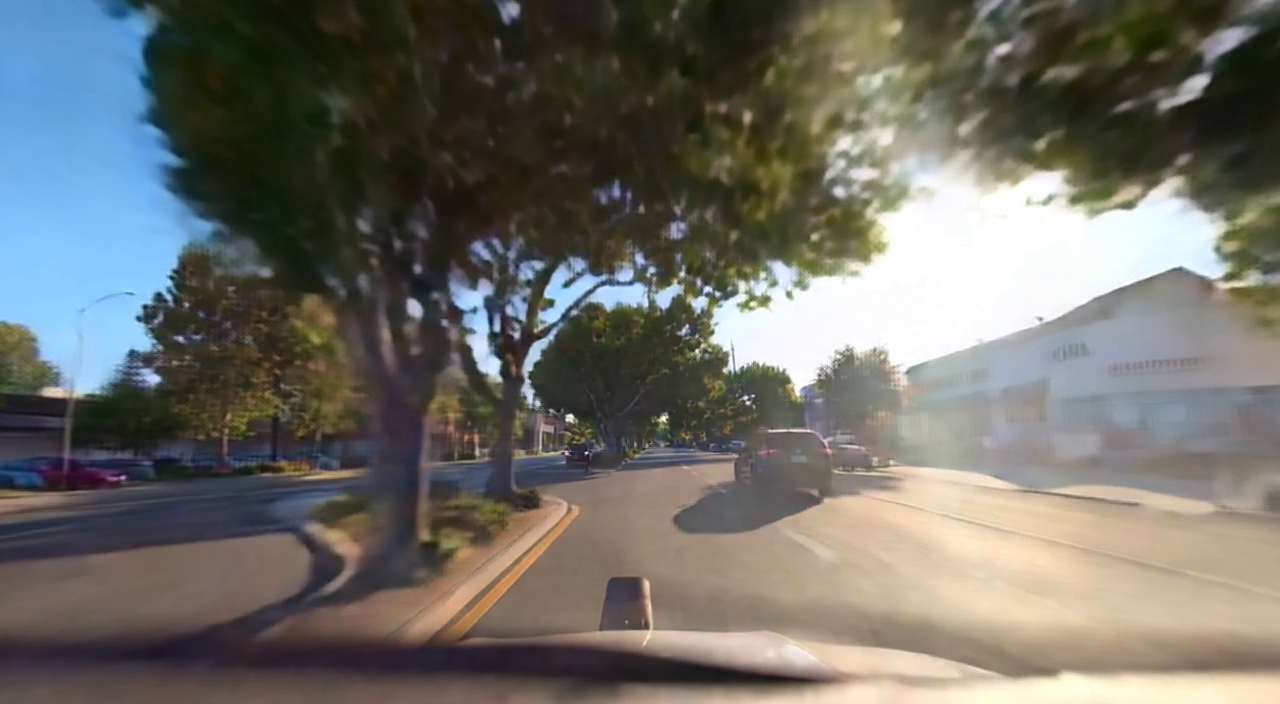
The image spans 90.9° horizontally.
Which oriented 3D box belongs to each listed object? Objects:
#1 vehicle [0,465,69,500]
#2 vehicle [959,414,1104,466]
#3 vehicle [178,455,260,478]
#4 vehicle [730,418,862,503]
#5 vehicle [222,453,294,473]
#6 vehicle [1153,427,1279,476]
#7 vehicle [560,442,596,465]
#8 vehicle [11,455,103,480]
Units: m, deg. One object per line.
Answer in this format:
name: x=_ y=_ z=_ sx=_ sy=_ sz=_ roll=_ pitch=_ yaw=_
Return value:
vehicle: x=-29.748 y=6.115 z=29.548 sx=4.196 sy=1.424 sz=1.928 roll=-2 pitch=-7 yaw=5
vehicle: x=15.583 y=3.582 z=25.589 sx=2.139 sy=1.881 sz=5.511 roll=0 pitch=-8 yaw=-2
vehicle: x=-28.949 y=7.891 z=43.422 sx=4.246 sy=1.457 sz=1.889 roll=0 pitch=-8 yaw=1
vehicle: x=3.769 y=2.720 z=16.177 sx=2.183 sy=1.845 sz=4.482 roll=0 pitch=-8 yaw=0
vehicle: x=-29.613 y=8.611 z=48.890 sx=4.306 sy=1.459 sz=2.001 roll=-1 pitch=-8 yaw=2
vehicle: x=20.727 y=3.352 z=21.395 sx=4.695 sy=1.570 sz=2.066 roll=0 pitch=-8 yaw=3
vehicle: x=-4.111 y=6.843 z=42.653 sx=2.031 sy=1.478 sz=4.434 roll=0 pitch=-8 yaw=-1
vehicle: x=-42.663 y=8.482 z=46.203 sx=4.701 sy=1.723 sz=1.969 roll=0 pitch=-8 yaw=-1
